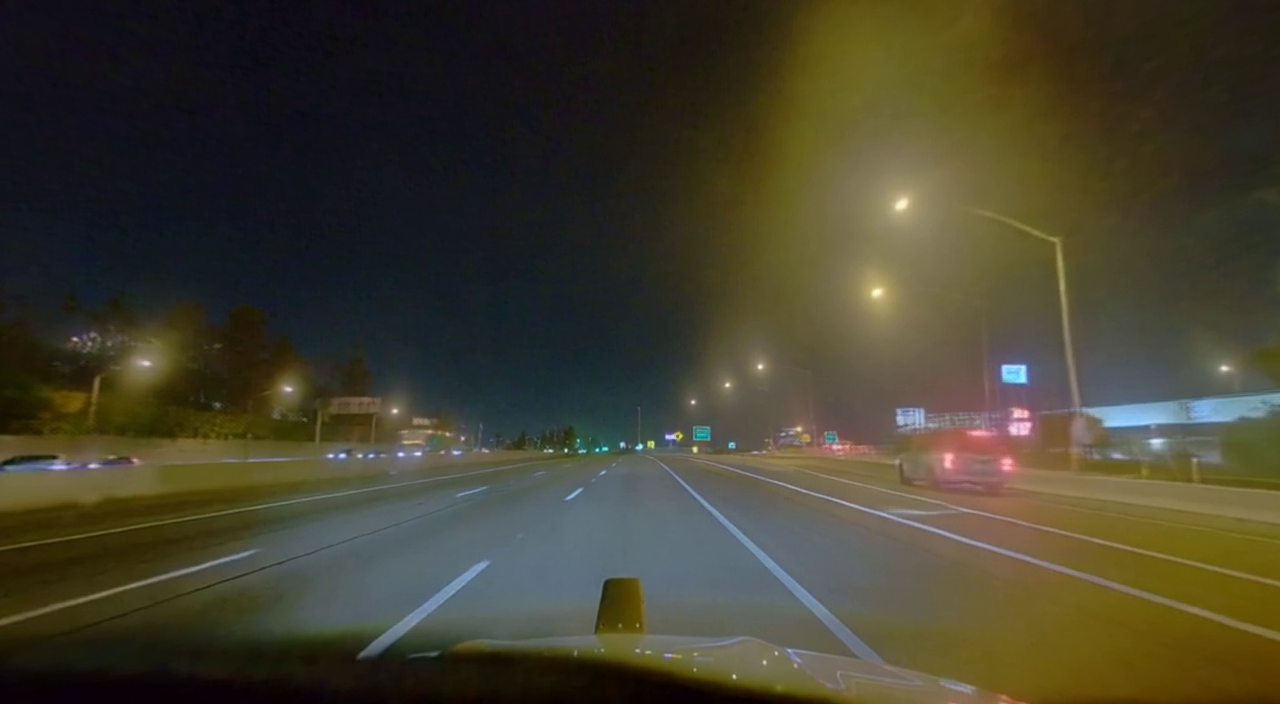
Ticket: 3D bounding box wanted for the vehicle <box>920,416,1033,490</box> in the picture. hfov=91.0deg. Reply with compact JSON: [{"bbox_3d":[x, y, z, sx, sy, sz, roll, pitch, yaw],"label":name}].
[{"bbox_3d":[13.615,4.114,25.800,2.789,2.778,3.541,0,-9,6],"label":"vehicle"}]
